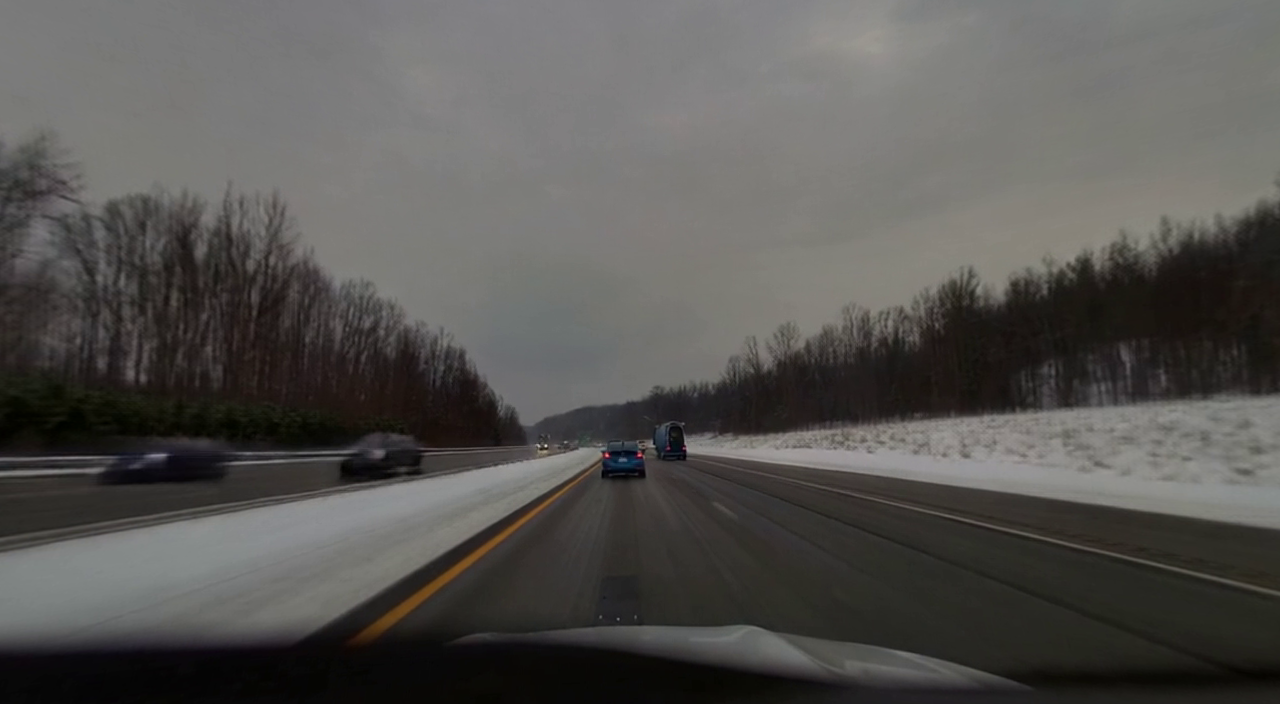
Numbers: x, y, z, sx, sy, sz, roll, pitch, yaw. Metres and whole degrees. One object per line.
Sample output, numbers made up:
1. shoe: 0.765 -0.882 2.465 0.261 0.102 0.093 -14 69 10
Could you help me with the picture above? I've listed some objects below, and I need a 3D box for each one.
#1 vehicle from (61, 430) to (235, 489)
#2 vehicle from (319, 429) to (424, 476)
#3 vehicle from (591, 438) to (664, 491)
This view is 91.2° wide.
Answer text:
1. vehicle: -13.903 3.066 18.076 1.847 1.502 3.929 0 -9 -1
2. vehicle: -9.951 3.785 23.662 1.960 1.582 4.631 0 -9 -1
3. vehicle: -0.409 3.572 20.261 2.099 1.506 4.097 0 -9 -1
